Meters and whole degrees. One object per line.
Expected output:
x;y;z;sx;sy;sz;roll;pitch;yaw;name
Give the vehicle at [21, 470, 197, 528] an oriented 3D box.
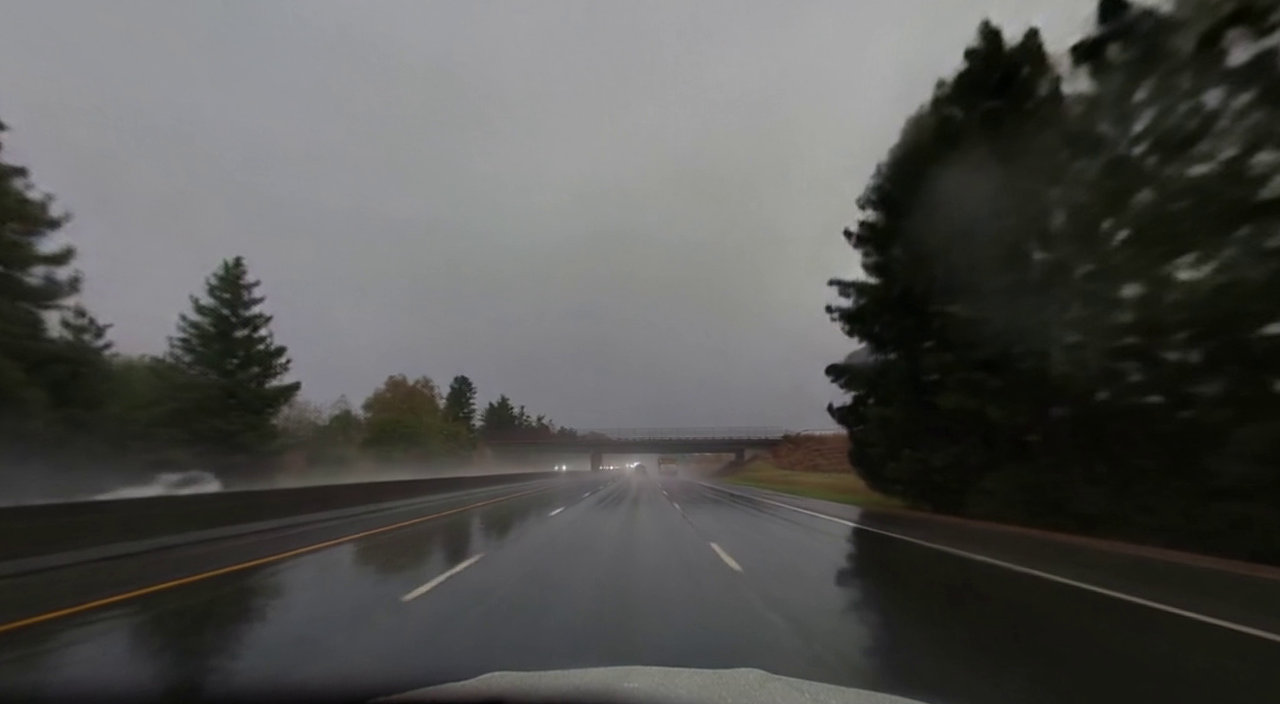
-16.179;4.464;19.544;1.830;1.526;4.105;1;-11;0;vehicle
